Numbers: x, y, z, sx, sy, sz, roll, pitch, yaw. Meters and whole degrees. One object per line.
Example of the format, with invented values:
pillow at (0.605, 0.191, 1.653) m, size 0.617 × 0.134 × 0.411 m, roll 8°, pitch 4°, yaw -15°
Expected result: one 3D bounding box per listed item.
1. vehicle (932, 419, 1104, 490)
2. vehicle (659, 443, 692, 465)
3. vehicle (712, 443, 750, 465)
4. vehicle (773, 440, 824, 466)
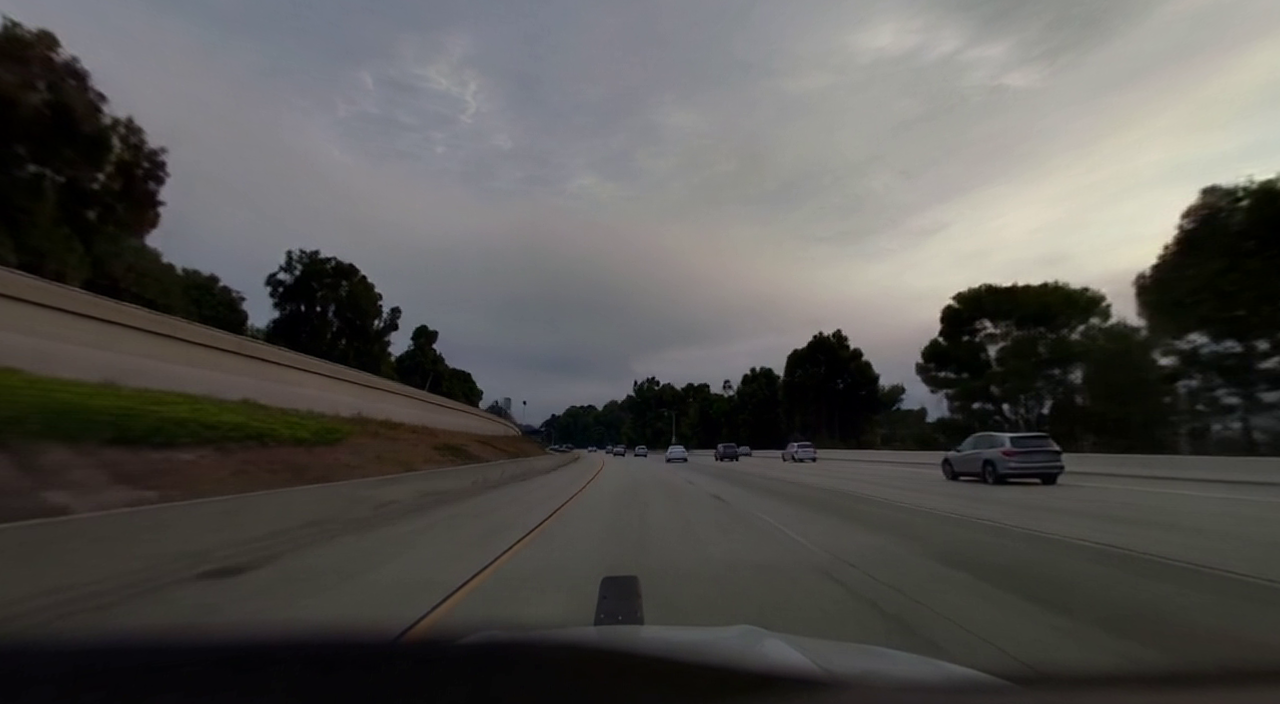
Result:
vehicle at (10.714, 2.947, 18.357) m, size 2.077 × 1.763 × 4.472 m, roll 0°, pitch -8°, yaw -2°
vehicle at (2.476, 7.327, 45.264) m, size 1.934 × 1.491 × 3.982 m, roll 0°, pitch -8°, yaw -3°
vehicle at (6.577, 7.382, 45.946) m, size 1.904 × 1.488 × 4.299 m, roll 0°, pitch -8°, yaw -3°
vehicle at (10.379, 6.635, 41.531) m, size 1.987 × 1.546 × 4.271 m, roll 0°, pitch -8°, yaw -4°
